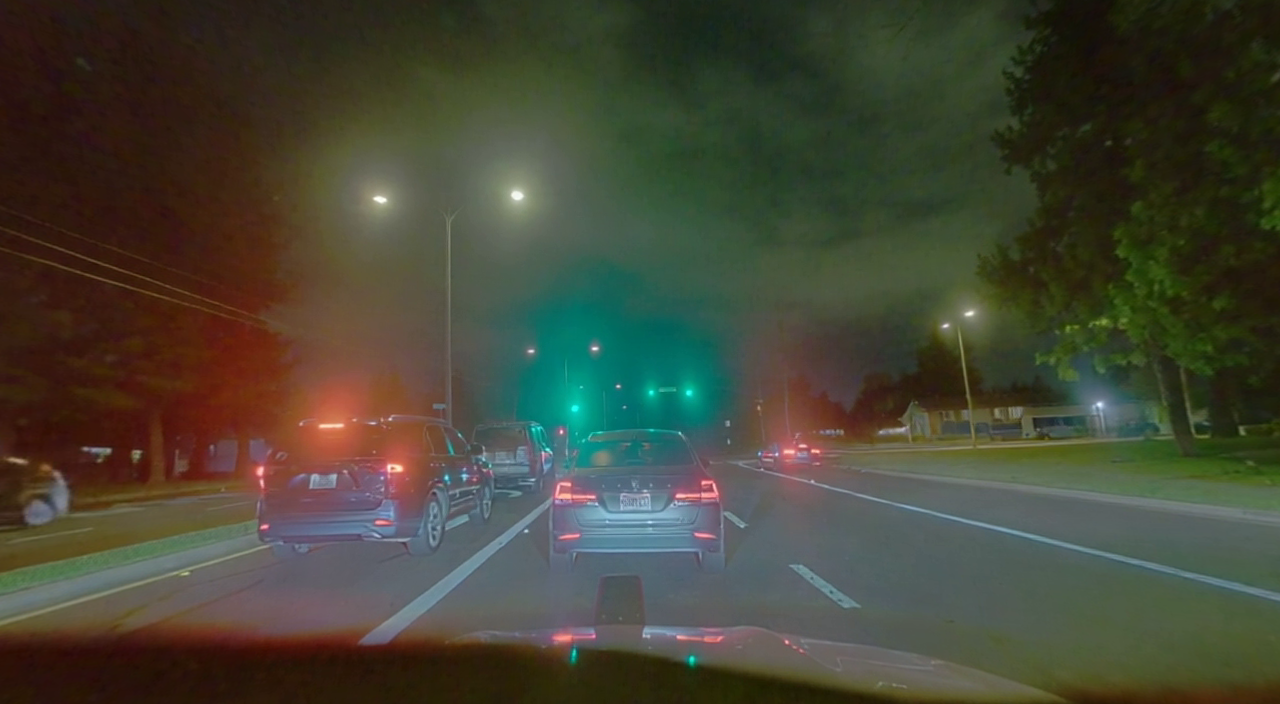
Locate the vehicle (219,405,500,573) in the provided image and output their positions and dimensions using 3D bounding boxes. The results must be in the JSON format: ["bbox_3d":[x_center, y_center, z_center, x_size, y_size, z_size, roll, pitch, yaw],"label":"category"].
[{"bbox_3d":[-3.432,1.759,8.847,2.046,1.751,4.208,0,-8,-1],"label":"vehicle"}]

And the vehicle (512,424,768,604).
[{"bbox_3d":[-0.054,1.642,7.312,2.126,1.475,3.967,0,-8,-2],"label":"vehicle"}]
